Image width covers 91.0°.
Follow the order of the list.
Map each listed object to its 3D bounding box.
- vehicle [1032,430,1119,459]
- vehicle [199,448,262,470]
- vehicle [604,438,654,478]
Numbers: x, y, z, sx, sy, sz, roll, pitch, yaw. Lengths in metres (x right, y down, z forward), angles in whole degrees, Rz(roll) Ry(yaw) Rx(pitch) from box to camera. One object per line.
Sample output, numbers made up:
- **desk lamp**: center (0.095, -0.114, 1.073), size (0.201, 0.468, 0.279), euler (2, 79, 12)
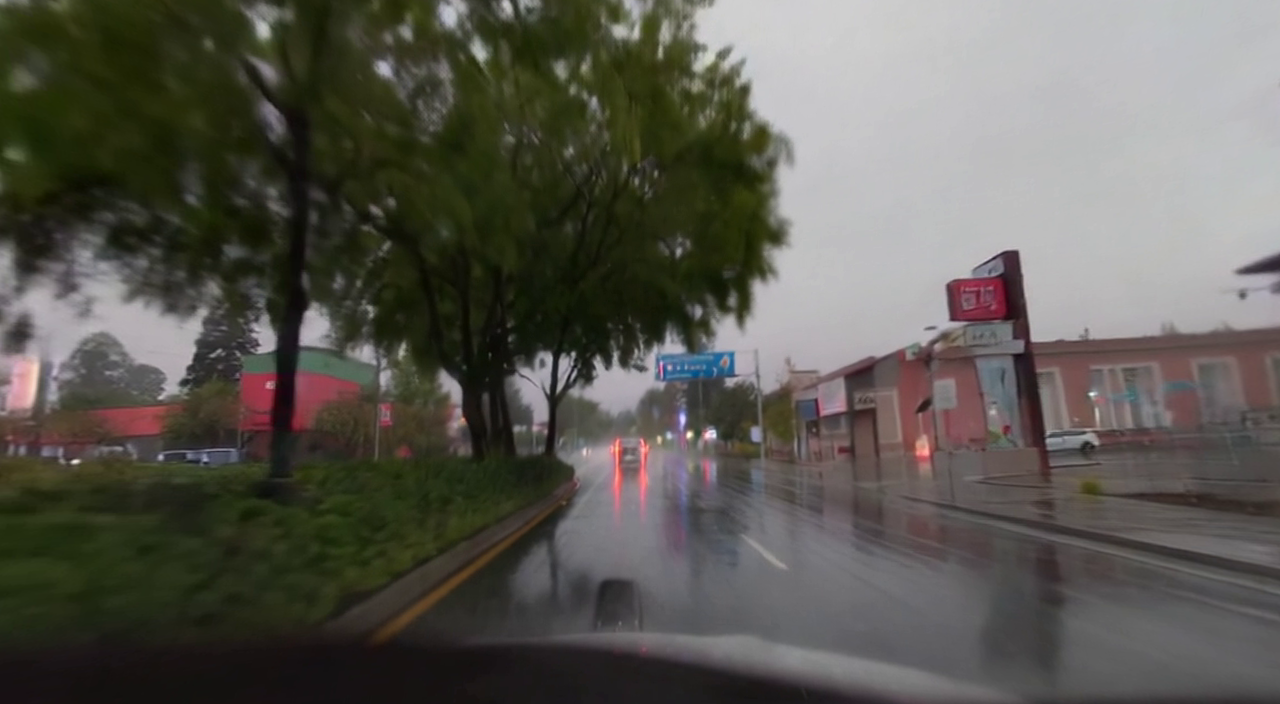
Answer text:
- **vehicle**: center (22.967, 4.895, 33.330), size (1.720, 1.450, 3.741), euler (0, -8, -4)
- **vehicle**: center (-30.087, 7.831, 46.403), size (1.844, 1.521, 4.304), euler (1, -9, -2)
- **vehicle**: center (-0.482, 5.228, 31.293), size (2.235, 1.719, 4.292), euler (2, -9, 1)
